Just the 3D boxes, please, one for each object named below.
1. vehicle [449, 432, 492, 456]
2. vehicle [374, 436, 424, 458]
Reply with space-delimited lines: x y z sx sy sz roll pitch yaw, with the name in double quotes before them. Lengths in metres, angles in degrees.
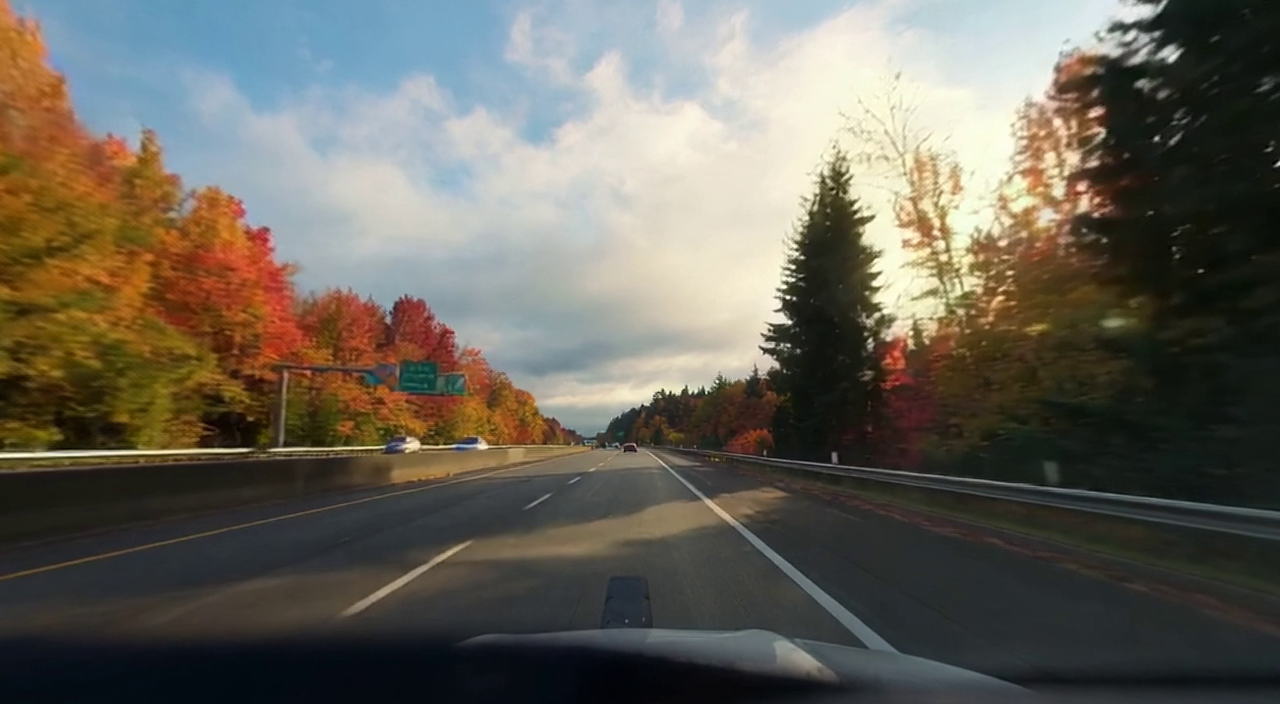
"vehicle" -12.950 7.066 48.371 2.040 1.719 4.701 0 -8 0
"vehicle" -17.079 6.752 44.773 1.848 1.508 4.253 0 -8 0
